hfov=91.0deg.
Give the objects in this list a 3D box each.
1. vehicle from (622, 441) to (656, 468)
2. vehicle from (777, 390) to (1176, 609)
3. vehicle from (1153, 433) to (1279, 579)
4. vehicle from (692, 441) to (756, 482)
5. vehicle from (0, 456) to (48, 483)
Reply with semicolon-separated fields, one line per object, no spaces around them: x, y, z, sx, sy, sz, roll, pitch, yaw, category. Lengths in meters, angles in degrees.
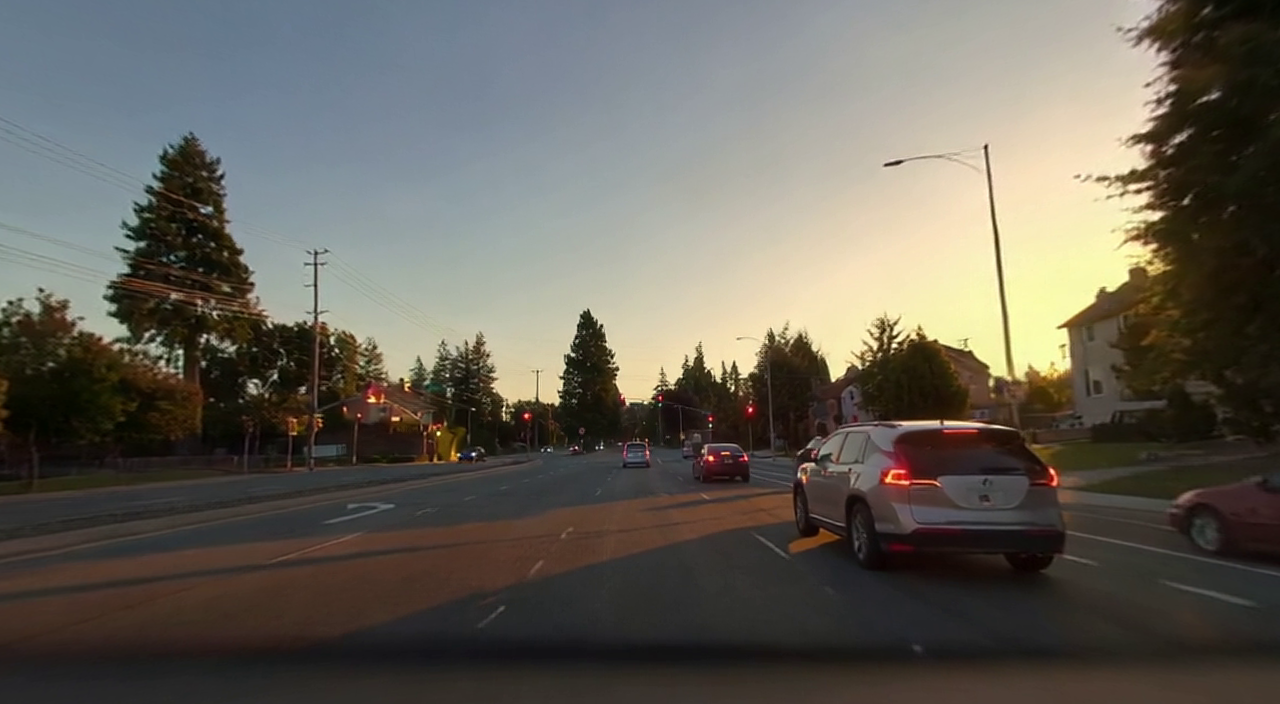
-0.084;6.848;42.207;2.146;1.685;4.003;0;-9;-1;vehicle
3.233;1.538;7.471;2.129;1.761;4.610;0;-9;0;vehicle
7.314;1.383;5.325;2.010;1.421;4.586;0;-9;-1;vehicle
3.167;4.248;24.635;1.889;1.451;4.180;0;-9;0;vehicle
-38.278;7.112;38.390;4.260;1.501;1.892;-5;-10;30;vehicle
